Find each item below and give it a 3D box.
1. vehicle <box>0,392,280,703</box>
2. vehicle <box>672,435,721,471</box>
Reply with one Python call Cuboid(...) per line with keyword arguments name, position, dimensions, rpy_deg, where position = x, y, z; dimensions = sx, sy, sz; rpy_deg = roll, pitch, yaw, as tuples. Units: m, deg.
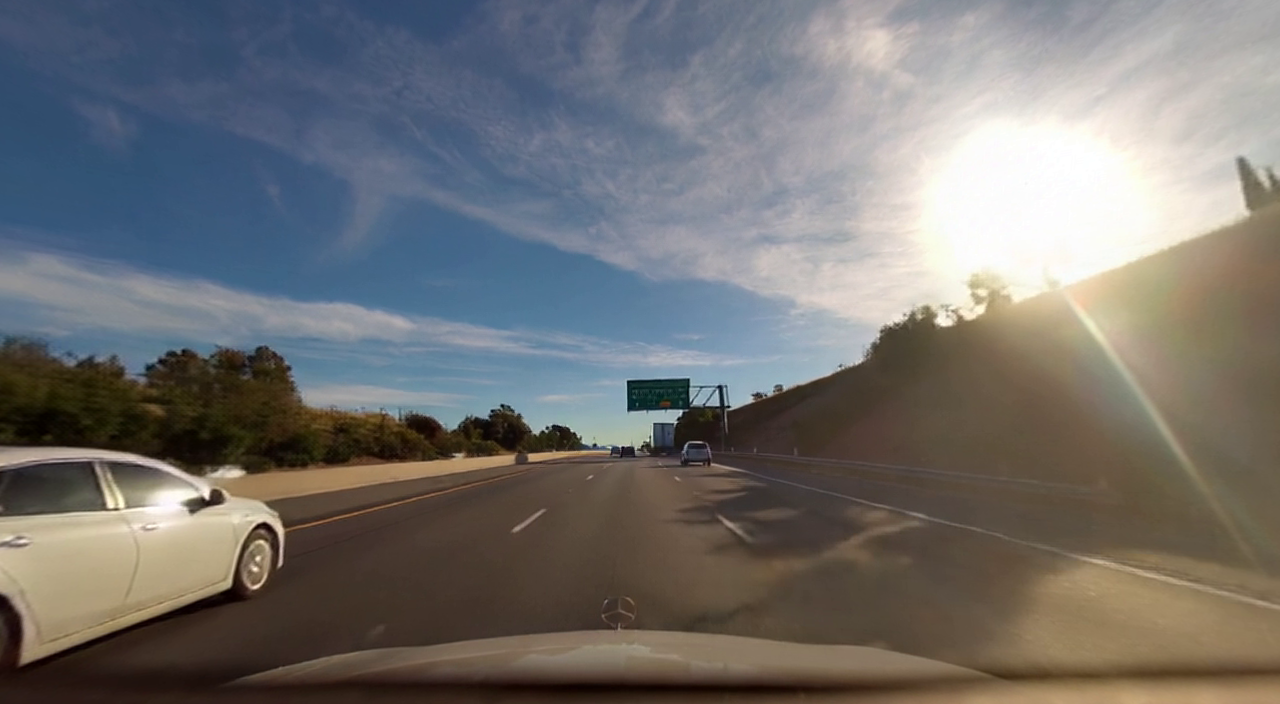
Cuboid(name="vehicle", position=(-4.225, 1.023, 3.288), dimensions=(1.903, 1.607, 4.770), rpy_deg=(0, -8, 0))
Cuboid(name="vehicle", position=(2.886, 5.244, 33.057), dimensions=(2.065, 1.760, 4.488), rpy_deg=(0, -8, -1))
